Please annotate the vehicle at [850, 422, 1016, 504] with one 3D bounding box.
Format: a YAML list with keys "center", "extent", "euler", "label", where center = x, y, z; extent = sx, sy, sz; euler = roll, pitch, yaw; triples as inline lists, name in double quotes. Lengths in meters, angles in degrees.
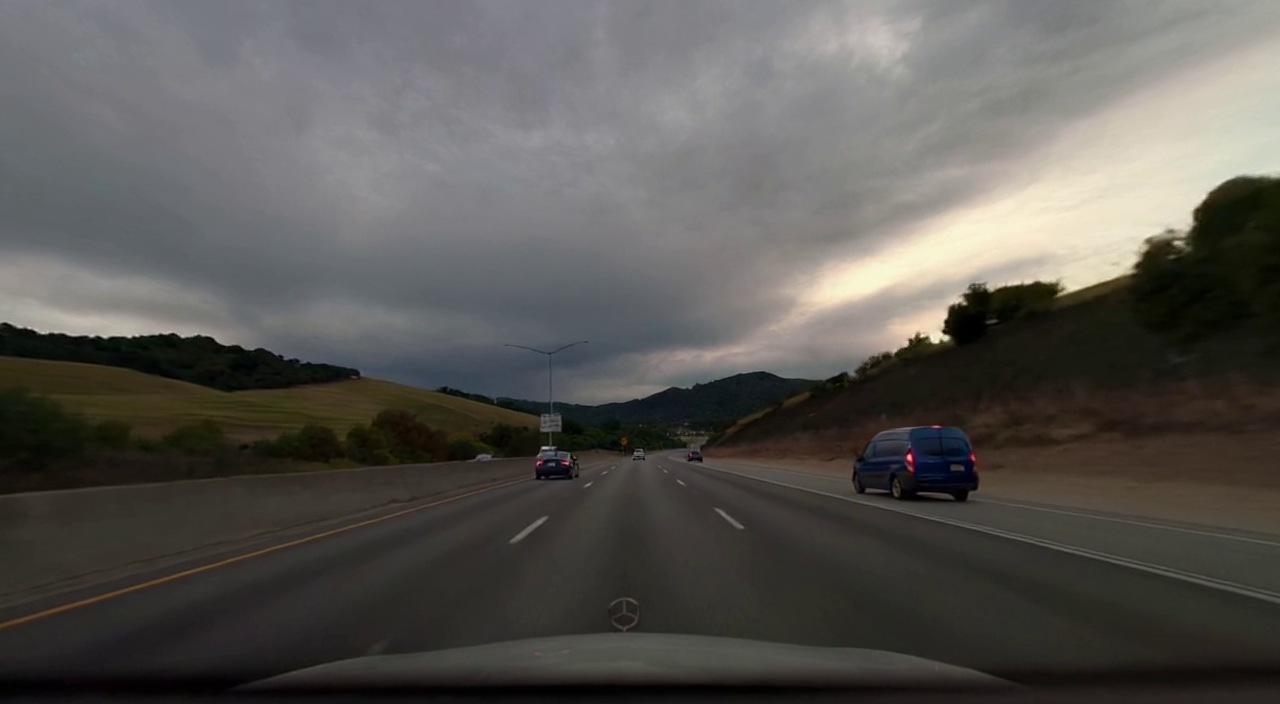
- center: [7.874, 3.036, 17.622]
  extent: [2.133, 1.933, 4.986]
  euler: [0, -9, -1]
  label: "vehicle"

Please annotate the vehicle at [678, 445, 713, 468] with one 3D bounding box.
- center: [4.116, 7.868, 47.444]
  extent: [2.069, 1.625, 4.832]
  euler: [0, -9, -1]
  label: "vehicle"

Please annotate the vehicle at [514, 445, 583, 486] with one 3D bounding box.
- center: [-3.661, 4.629, 26.009]
  extent: [2.160, 1.530, 4.500]
  euler: [0, -9, 0]
  label: "vehicle"
